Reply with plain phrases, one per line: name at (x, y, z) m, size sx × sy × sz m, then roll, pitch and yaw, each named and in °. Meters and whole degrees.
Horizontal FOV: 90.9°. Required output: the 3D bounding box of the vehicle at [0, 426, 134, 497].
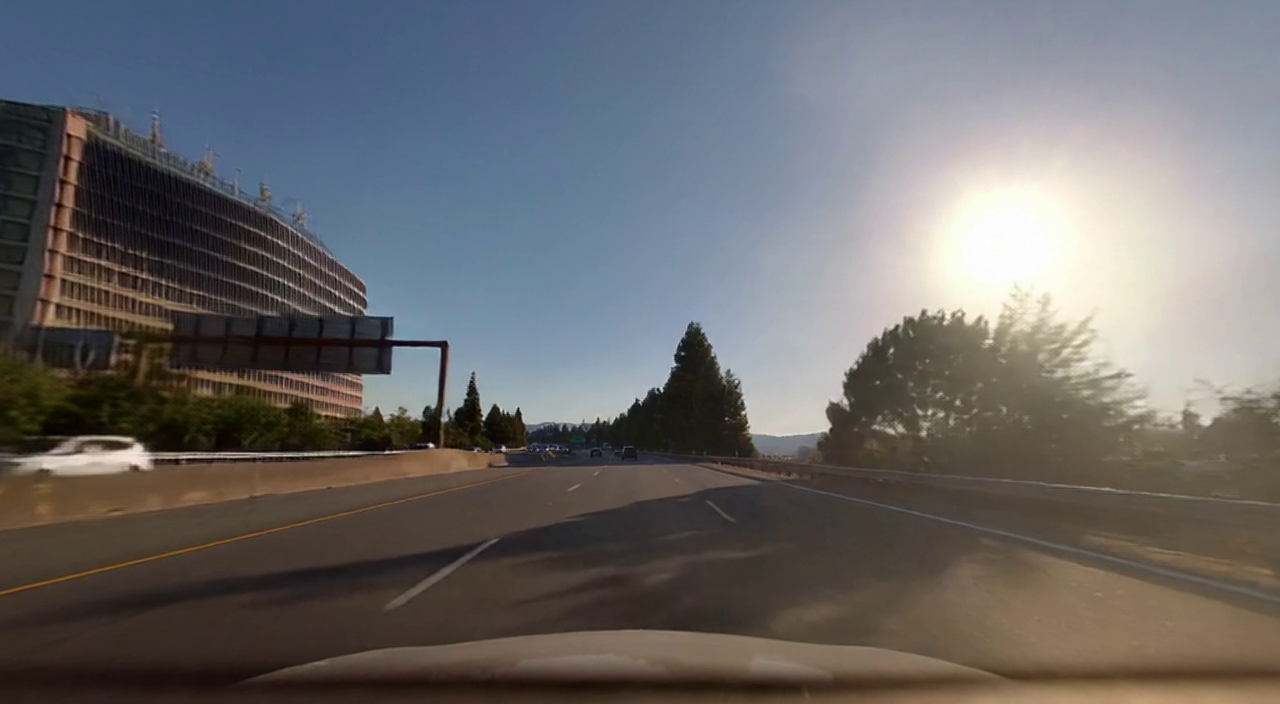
vehicle at (-14.458, 2.529, 14.668) m, size 1.878 × 1.478 × 4.122 m, roll 0°, pitch -9°, yaw 0°
